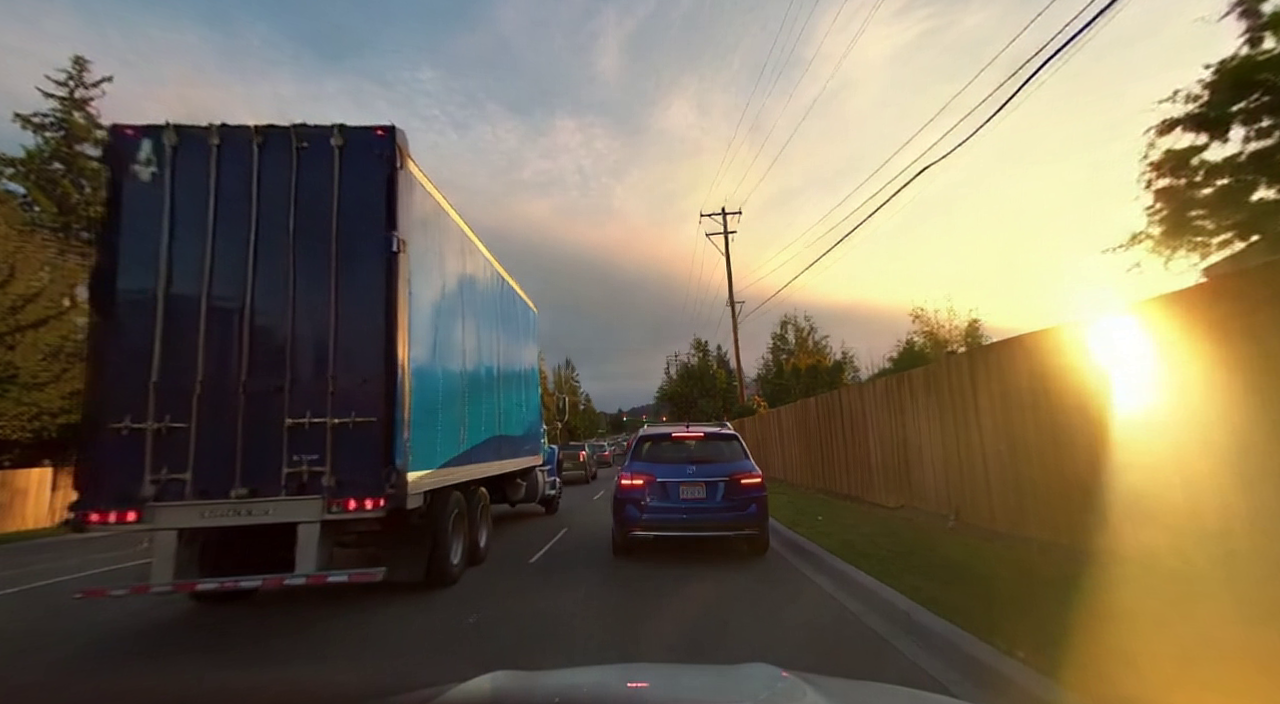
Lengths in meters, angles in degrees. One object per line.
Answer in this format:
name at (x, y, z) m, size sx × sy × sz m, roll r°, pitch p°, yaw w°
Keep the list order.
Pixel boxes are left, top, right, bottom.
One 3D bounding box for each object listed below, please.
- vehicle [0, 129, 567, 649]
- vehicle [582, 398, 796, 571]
vehicle at (-3.097, 0.820, 8.889) m, size 2.928 × 3.658 × 8.980 m, roll 0°, pitch -9°, yaw 1°
vehicle at (0.464, 1.657, 8.551) m, size 2.174 × 1.749 × 4.113 m, roll 0°, pitch -9°, yaw -1°
